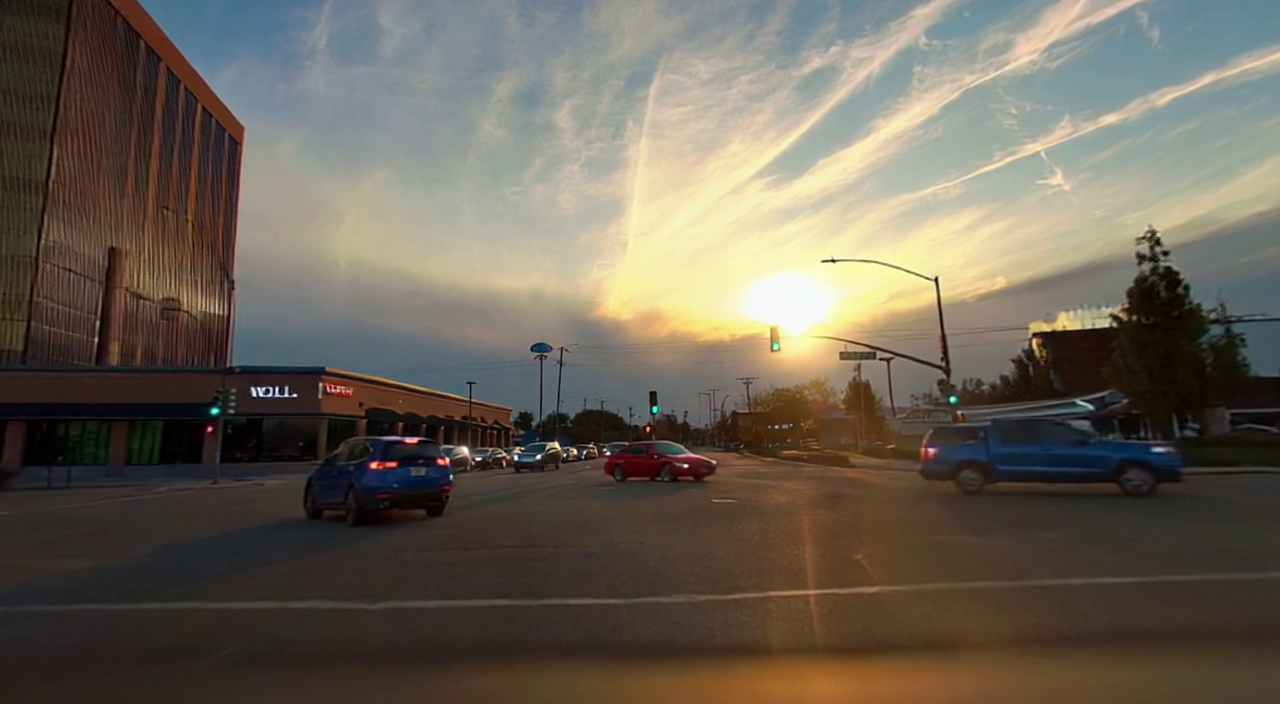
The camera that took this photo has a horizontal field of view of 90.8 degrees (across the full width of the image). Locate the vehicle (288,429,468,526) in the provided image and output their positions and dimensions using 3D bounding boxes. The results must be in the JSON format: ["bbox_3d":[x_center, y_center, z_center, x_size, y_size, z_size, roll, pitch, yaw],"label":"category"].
[{"bbox_3d":[-5.911,2.647,13.993,2.238,1.762,4.445,7,-11,-41],"label":"vehicle"}]

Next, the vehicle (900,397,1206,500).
[{"bbox_3d":[10.156,2.458,16.230,5.960,2.200,2.708,-5,-10,31],"label":"vehicle"}]

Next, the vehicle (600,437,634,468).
[{"bbox_3d":[-1.487,6.847,43.332,2.160,1.948,4.784,0,-8,0],"label":"vehicle"}]

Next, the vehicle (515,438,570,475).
[{"bbox_3d":[-5.123,5.556,33.793,2.162,1.788,4.603,0,-8,1],"label":"vehicle"}]

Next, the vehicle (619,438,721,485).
[{"bbox_3d":[1.007,4.149,24.337,2.142,1.607,4.733,3,-9,-22],"label":"vehicle"}]

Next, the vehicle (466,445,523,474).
[{"bbox_3d":[-8.265,6.126,36.242,2.163,1.529,4.210,0,-8,1],"label":"vehicle"}]
